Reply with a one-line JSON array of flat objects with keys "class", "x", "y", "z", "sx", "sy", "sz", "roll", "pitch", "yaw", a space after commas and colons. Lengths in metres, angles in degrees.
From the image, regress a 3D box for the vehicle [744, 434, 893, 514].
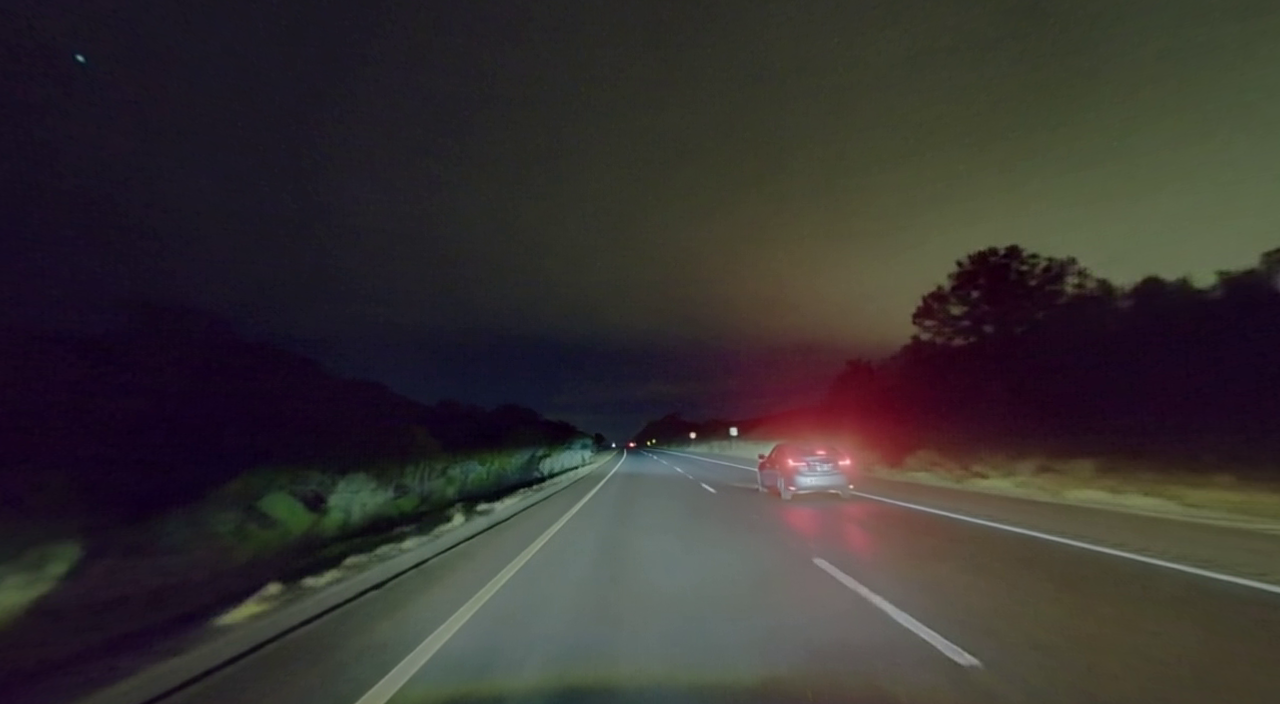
[{"class": "vehicle", "x": 3.719, "y": 2.629, "z": 14.094, "sx": 2.003, "sy": 1.466, "sz": 4.441, "roll": 0, "pitch": -8, "yaw": 0}]
